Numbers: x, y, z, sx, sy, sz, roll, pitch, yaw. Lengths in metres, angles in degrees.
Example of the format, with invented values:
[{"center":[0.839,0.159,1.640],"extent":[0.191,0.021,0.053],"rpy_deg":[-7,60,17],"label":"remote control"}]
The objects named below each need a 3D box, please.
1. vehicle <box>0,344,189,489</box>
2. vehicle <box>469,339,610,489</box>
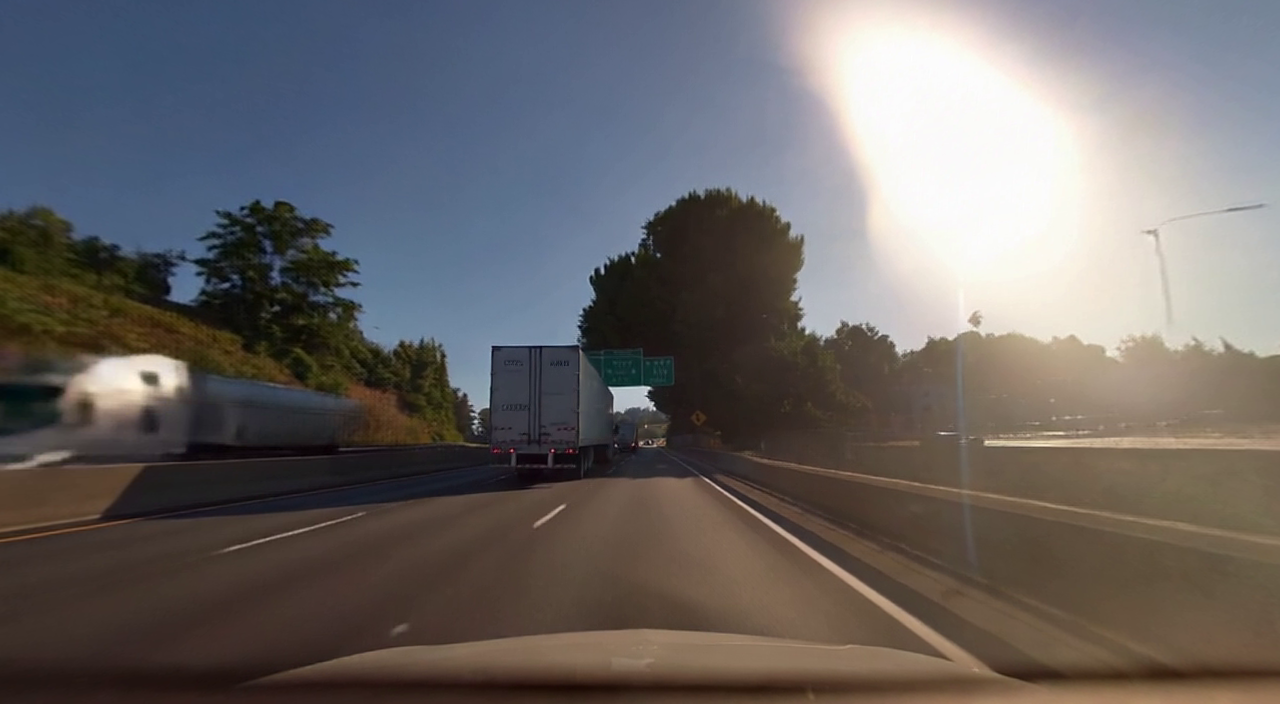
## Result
[{"center":[-18.130,2.133,20.087],"extent":[2.973,3.958,5.603],"rpy_deg":[0,-8,1],"label":"vehicle"},{"center":[-3.060,2.677,24.233],"extent":[2.947,4.051,14.256],"rpy_deg":[-1,-8,1],"label":"vehicle"}]
